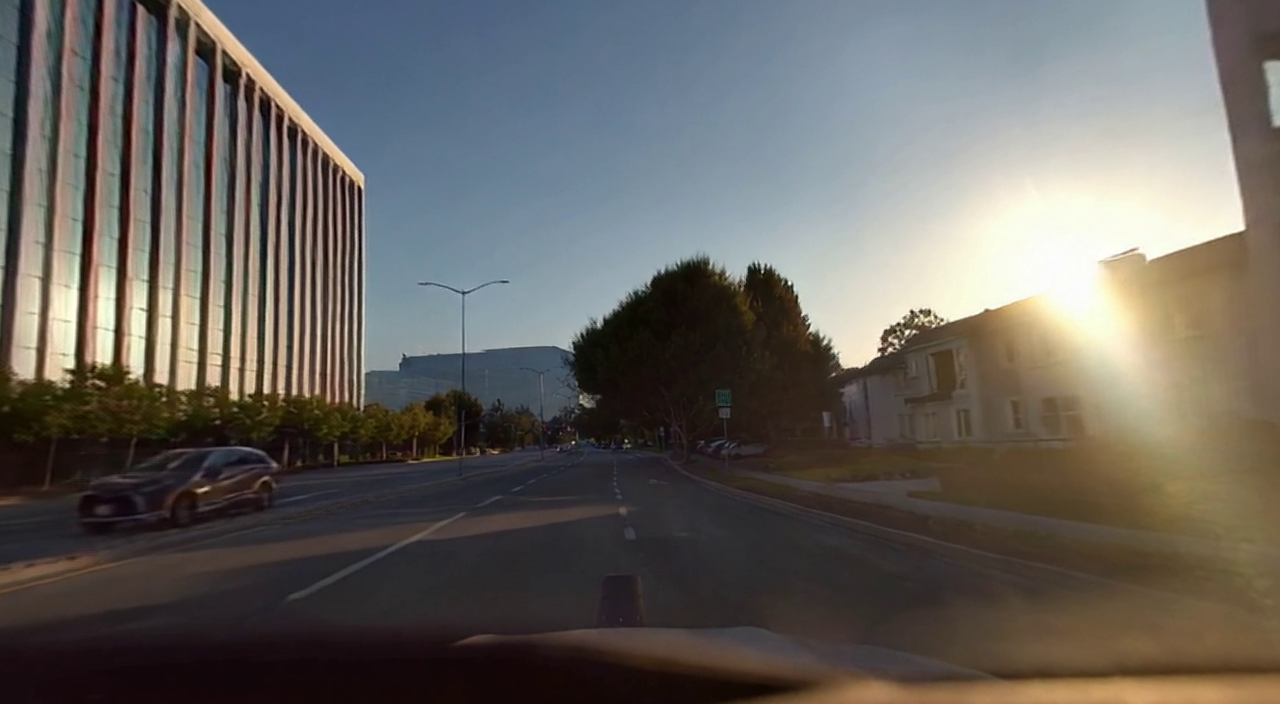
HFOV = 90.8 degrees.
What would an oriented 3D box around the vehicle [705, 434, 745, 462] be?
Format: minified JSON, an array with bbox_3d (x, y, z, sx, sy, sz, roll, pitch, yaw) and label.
[{"bbox_3d":[6.379,7.287,47.956,2.160,1.944,5.086,0,-8,-2],"label":"vehicle"}]

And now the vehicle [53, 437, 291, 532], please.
[{"bbox_3d":[-10.014,2.813,14.130,1.988,1.755,4.568,1,-9,-3],"label":"vehicle"}]

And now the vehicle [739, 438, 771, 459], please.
[{"bbox_3d":[8.829,7.423,48.587,1.842,1.535,3.638,0,-9,2],"label":"vehicle"}]
